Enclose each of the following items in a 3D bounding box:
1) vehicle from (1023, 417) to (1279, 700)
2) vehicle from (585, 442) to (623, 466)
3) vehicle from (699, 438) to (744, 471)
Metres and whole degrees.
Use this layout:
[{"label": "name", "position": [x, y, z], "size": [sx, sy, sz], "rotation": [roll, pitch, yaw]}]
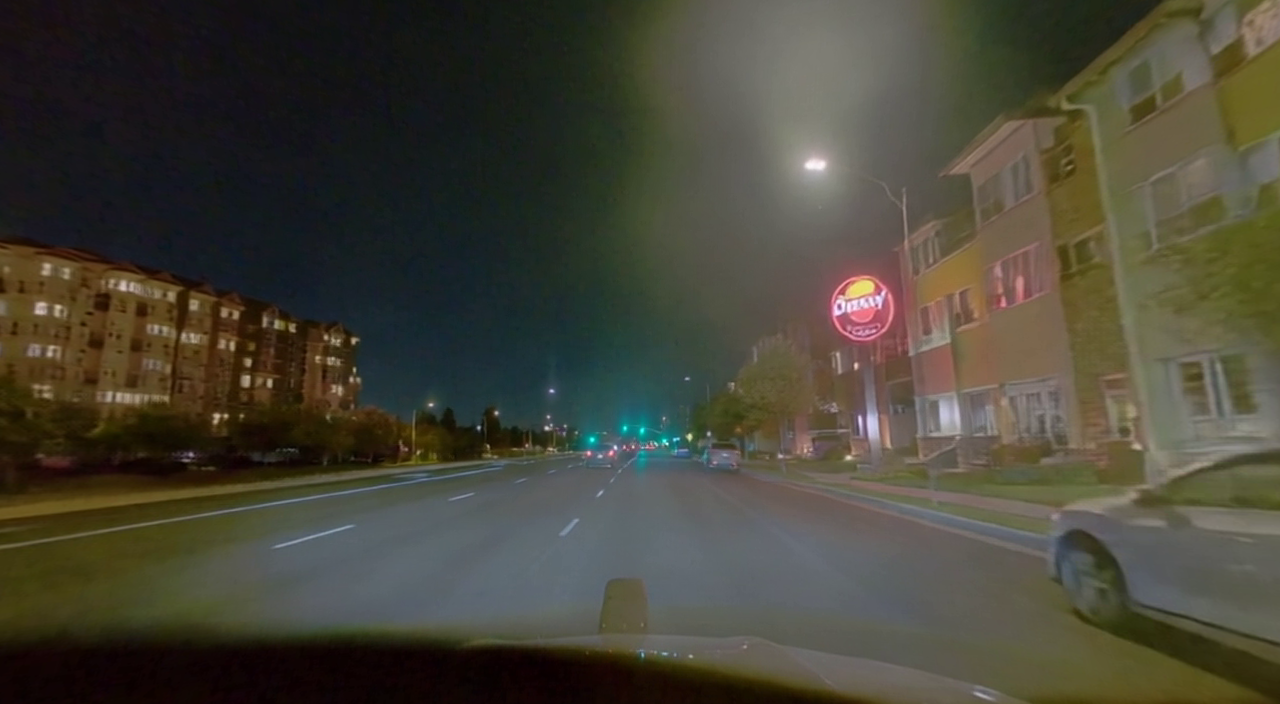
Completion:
[{"label": "vehicle", "position": [4.431, 1.099, 3.338], "size": [2.025, 1.500, 4.465], "rotation": [0, -8, 1]}, {"label": "vehicle", "position": [-2.350, 6.855, 42.477], "size": [2.176, 1.543, 4.335], "rotation": [0, -8, 1]}, {"label": "vehicle", "position": [4.676, 5.965, 36.886], "size": [2.067, 1.755, 4.616], "rotation": [0, -8, 1]}]
